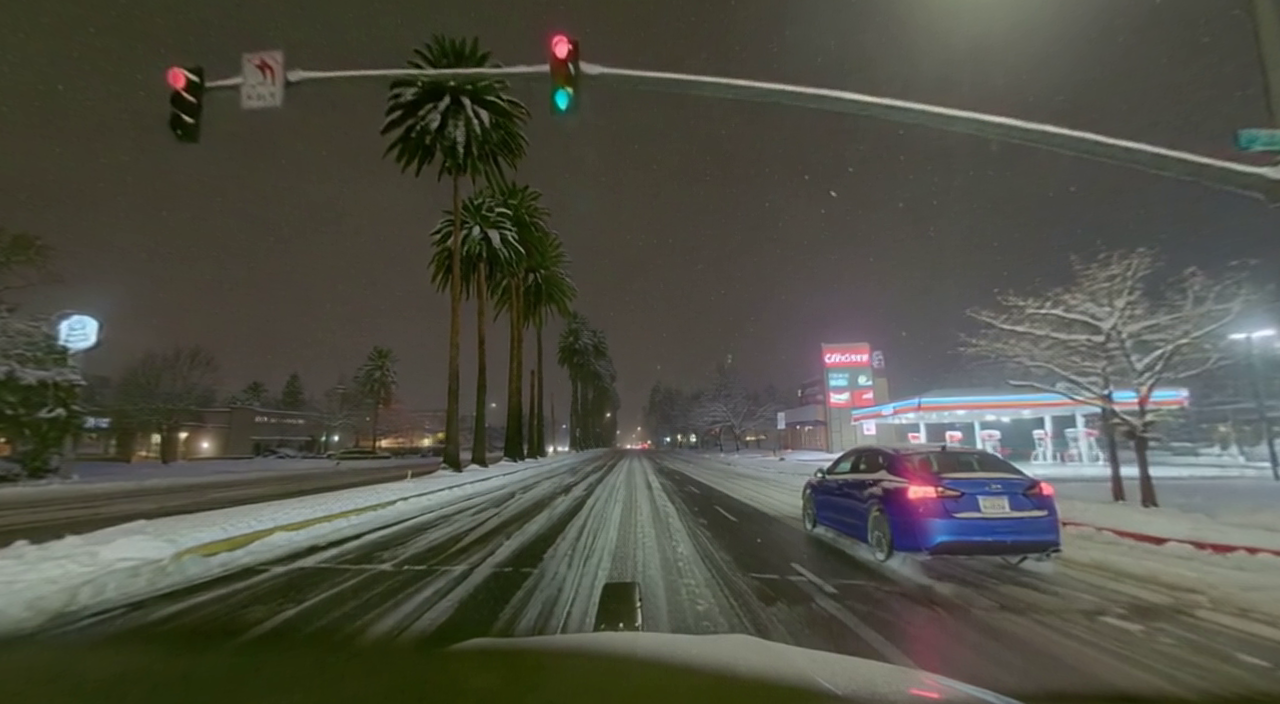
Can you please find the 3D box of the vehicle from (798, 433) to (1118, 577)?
[{"bbox_3d":[3.810,1.876,8.653,1.978,1.442,4.262,0,-8,-3],"label":"vehicle"}]

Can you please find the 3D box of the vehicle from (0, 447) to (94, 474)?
[{"bbox_3d":[-40.405,7.371,43.120,1.968,1.667,4.912,-2,-9,-1],"label":"vehicle"}]
